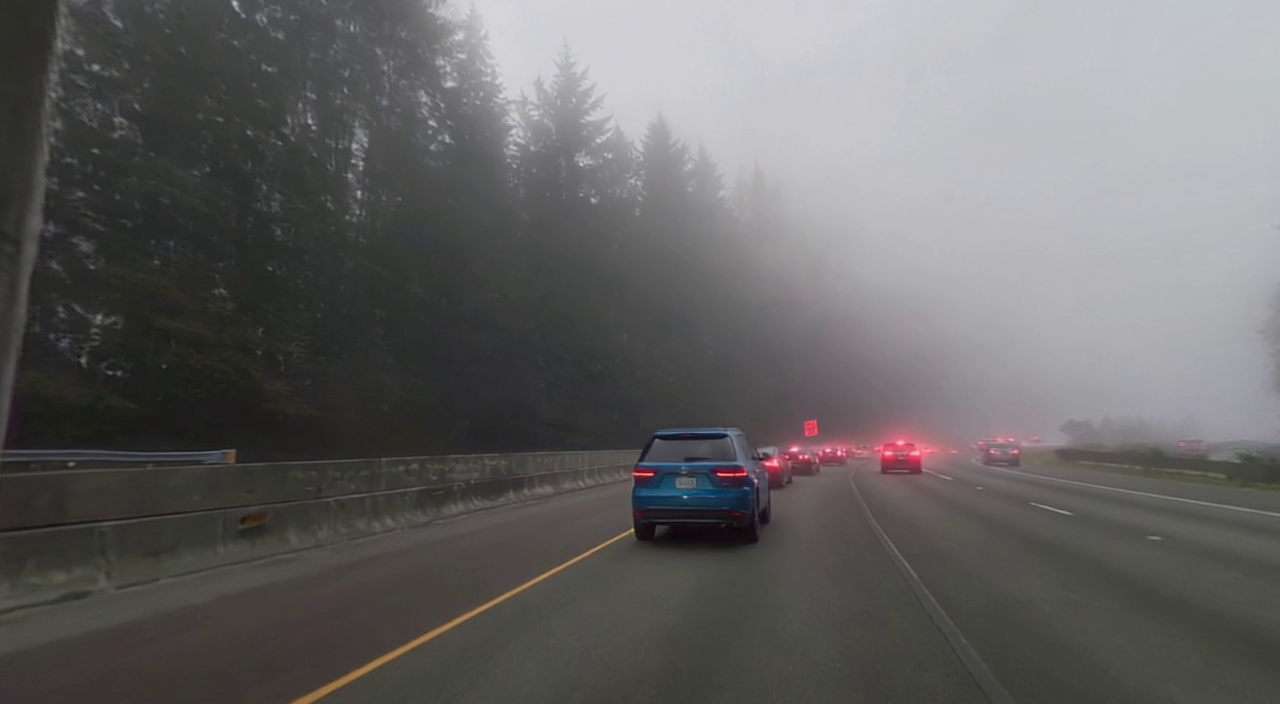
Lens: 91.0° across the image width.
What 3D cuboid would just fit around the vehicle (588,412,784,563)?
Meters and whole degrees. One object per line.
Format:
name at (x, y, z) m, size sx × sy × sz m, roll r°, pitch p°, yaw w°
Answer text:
vehicle at (0.918, 1.802, 9.161) m, size 2.021 × 1.635 × 4.085 m, roll -2°, pitch -9°, yaw 16°

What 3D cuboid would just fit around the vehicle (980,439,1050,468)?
vehicle at (20.239, 5.474, 34.221) m, size 1.990 × 1.478 × 4.475 m, roll -2°, pitch -8°, yaw 14°

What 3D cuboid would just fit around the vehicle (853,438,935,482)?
vehicle at (9.254, 3.940, 23.325) m, size 1.962 × 1.442 × 4.536 m, roll -2°, pitch -8°, yaw 11°

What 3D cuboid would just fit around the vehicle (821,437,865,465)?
vehicle at (12.308, 6.027, 38.353) m, size 1.857 × 1.584 × 3.976 m, roll -1°, pitch -8°, yaw 9°

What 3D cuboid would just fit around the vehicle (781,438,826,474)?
vehicle at (7.190, 4.561, 27.740) m, size 1.755 × 1.457 × 3.686 m, roll -2°, pitch -8°, yaw 14°
